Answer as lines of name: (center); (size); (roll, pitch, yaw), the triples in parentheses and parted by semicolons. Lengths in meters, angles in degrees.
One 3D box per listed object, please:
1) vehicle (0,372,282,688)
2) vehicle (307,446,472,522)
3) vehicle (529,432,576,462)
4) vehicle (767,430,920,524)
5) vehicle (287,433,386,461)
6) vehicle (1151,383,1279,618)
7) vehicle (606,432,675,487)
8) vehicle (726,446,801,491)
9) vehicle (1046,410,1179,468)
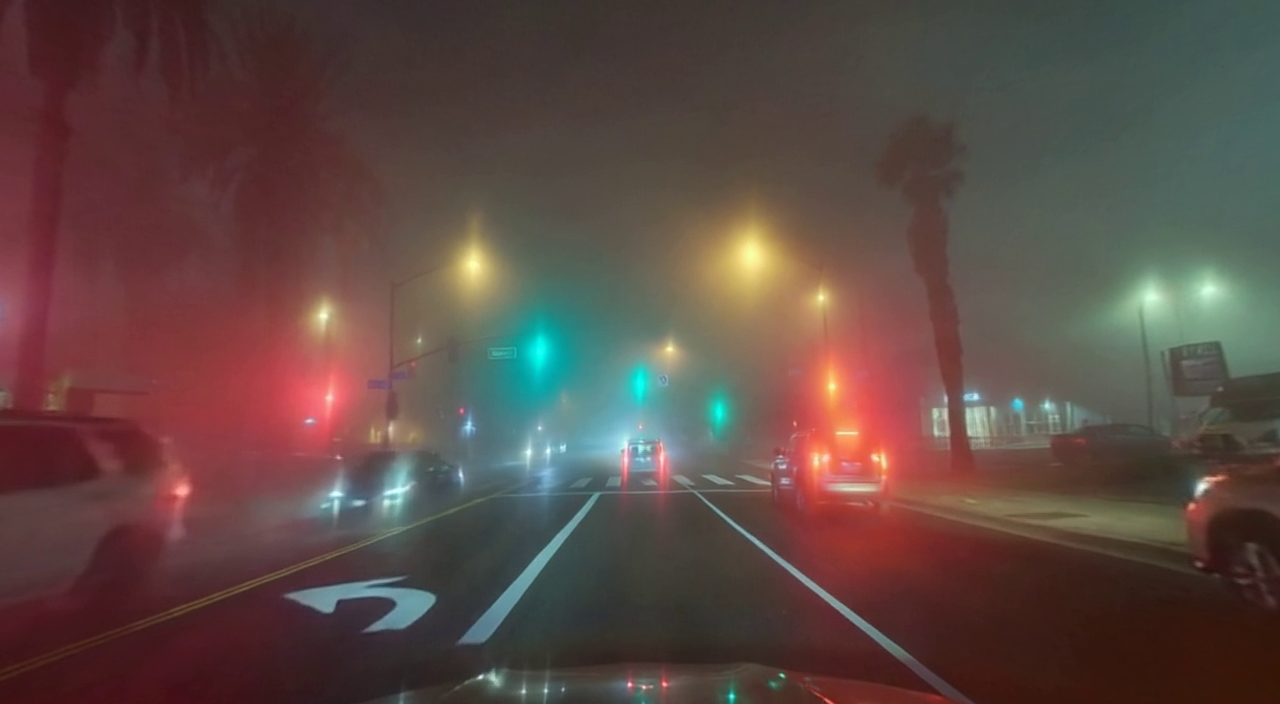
vehicle: (-4.785, 1.063, 3.912); (2.341, 1.762, 4.865); (0, -8, -1)
vehicle: (-5.525, 2.923, 14.692); (2.009, 1.461, 4.484); (0, -8, 0)
vehicle: (-5.620, 6.214, 41.299); (2.324, 1.808, 4.946); (0, -8, 1)
vehicle: (4.231, 2.655, 14.006); (2.070, 1.711, 4.480); (-1, -8, 3)
vehicle: (-20.728, 6.501, 43.271); (5.674, 1.804, 2.190); (-1, -8, 6)
vehicle: (6.218, 0.987, 3.692); (1.981, 1.893, 5.238); (0, -8, -1)
vehicle: (-0.022, 3.886, 23.156); (2.264, 1.798, 4.531); (0, -8, -1)
vehicle: (4.373, 4.163, 23.098); (1.963, 1.449, 4.653); (-1, -8, 2)
vehicle: (17.045, 3.087, 22.830); (3.704, 1.556, 1.790); (-4, -2, -14)
